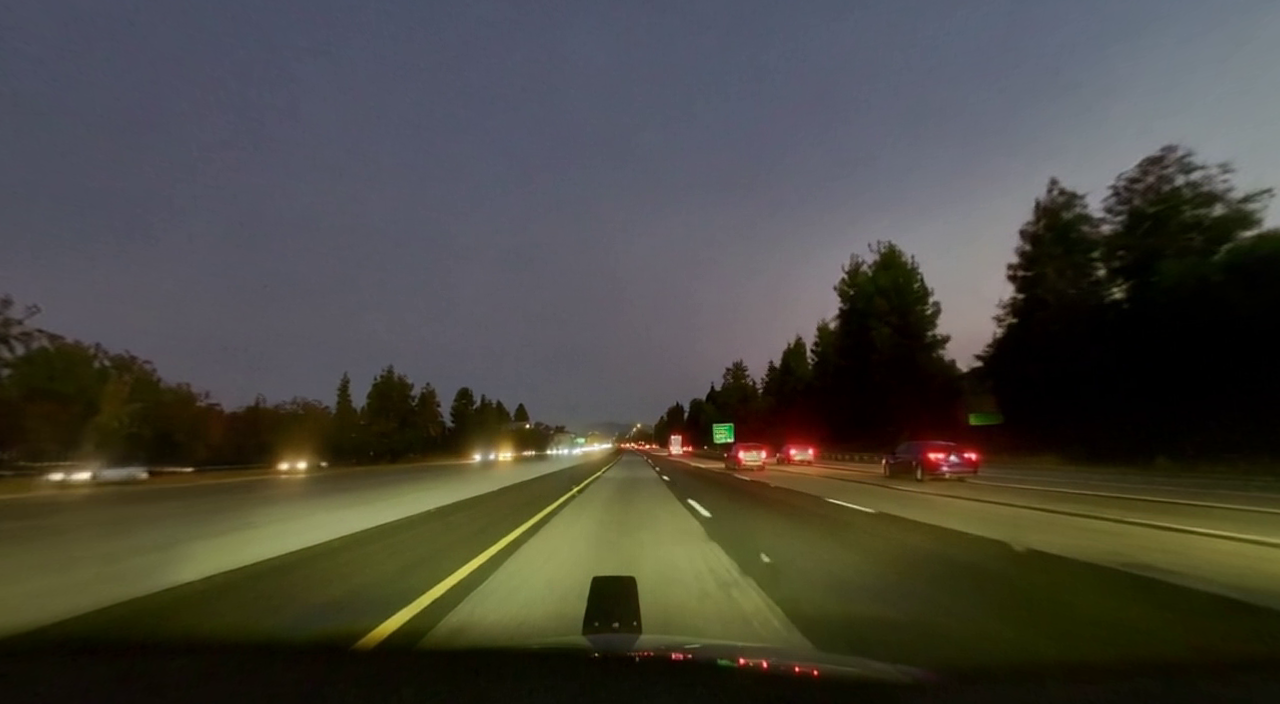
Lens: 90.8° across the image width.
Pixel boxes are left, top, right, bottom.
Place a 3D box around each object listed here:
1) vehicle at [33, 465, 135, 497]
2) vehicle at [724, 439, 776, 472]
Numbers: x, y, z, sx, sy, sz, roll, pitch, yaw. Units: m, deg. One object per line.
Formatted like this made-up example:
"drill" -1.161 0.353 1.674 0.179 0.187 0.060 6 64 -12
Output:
"vehicle" -31.377 7.257 35.855 1.922 1.562 4.270 0 -9 -1
"vehicle" 6.114 5.815 35.622 2.030 1.706 4.279 0 -9 -2
